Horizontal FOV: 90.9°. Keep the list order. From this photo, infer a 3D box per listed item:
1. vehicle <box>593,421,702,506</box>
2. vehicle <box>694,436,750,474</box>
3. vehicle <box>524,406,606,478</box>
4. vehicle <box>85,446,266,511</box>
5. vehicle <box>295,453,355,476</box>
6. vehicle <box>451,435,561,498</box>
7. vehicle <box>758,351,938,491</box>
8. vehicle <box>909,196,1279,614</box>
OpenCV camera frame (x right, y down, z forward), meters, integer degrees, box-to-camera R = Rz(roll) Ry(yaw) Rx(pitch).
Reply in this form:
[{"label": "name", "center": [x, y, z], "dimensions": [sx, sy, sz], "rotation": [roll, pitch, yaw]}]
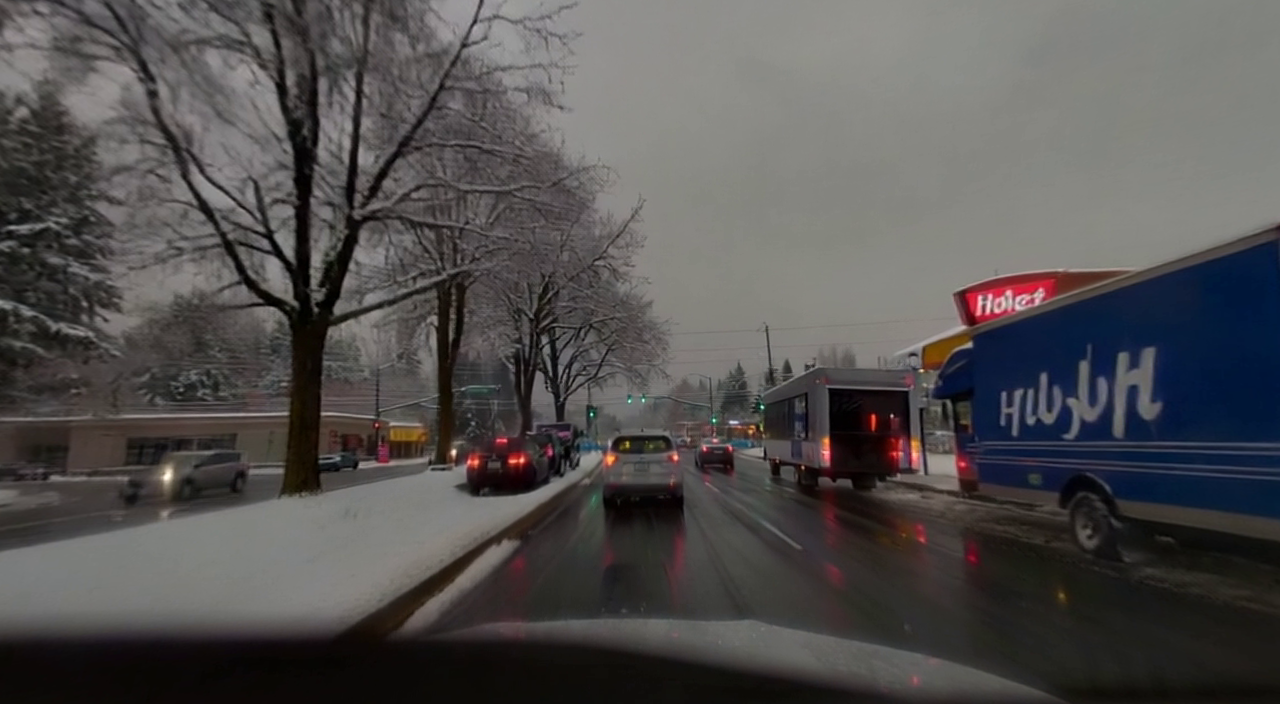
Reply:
[{"label": "vehicle", "center": [0.183, 2.563, 14.864], "dimensions": [2.209, 1.718, 4.008], "rotation": [0, -8, 1]}, {"label": "vehicle", "center": [3.607, 4.616, 28.505], "dimensions": [2.075, 1.540, 4.411], "rotation": [-1, -8, 2]}, {"label": "vehicle", "center": [-3.140, 4.069, 28.409], "dimensions": [2.715, 2.791, 7.171], "rotation": [0, -8, 1]}, {"label": "vehicle", "center": [-13.272, 3.586, 18.462], "dimensions": [1.928, 1.497, 4.446], "rotation": [0, -7, 0]}, {"label": "vehicle", "center": [-22.413, 7.991, 45.098], "dimensions": [1.824, 1.470, 4.486], "rotation": [-1, -8, 2]}, {"label": "vehicle", "center": [-3.476, 3.069, 17.333], "dimensions": [2.008, 1.500, 4.369], "rotation": [0, -8, 1]}, {"label": "vehicle", "center": [6.834, 2.712, 23.021], "dimensions": [2.816, 3.804, 10.315], "rotation": [-3, -9, 0]}, {"label": "vehicle", "center": [6.681, 0.876, 8.194], "dimensions": [2.891, 3.361, 7.843], "rotation": [0, -8, 0]}]
